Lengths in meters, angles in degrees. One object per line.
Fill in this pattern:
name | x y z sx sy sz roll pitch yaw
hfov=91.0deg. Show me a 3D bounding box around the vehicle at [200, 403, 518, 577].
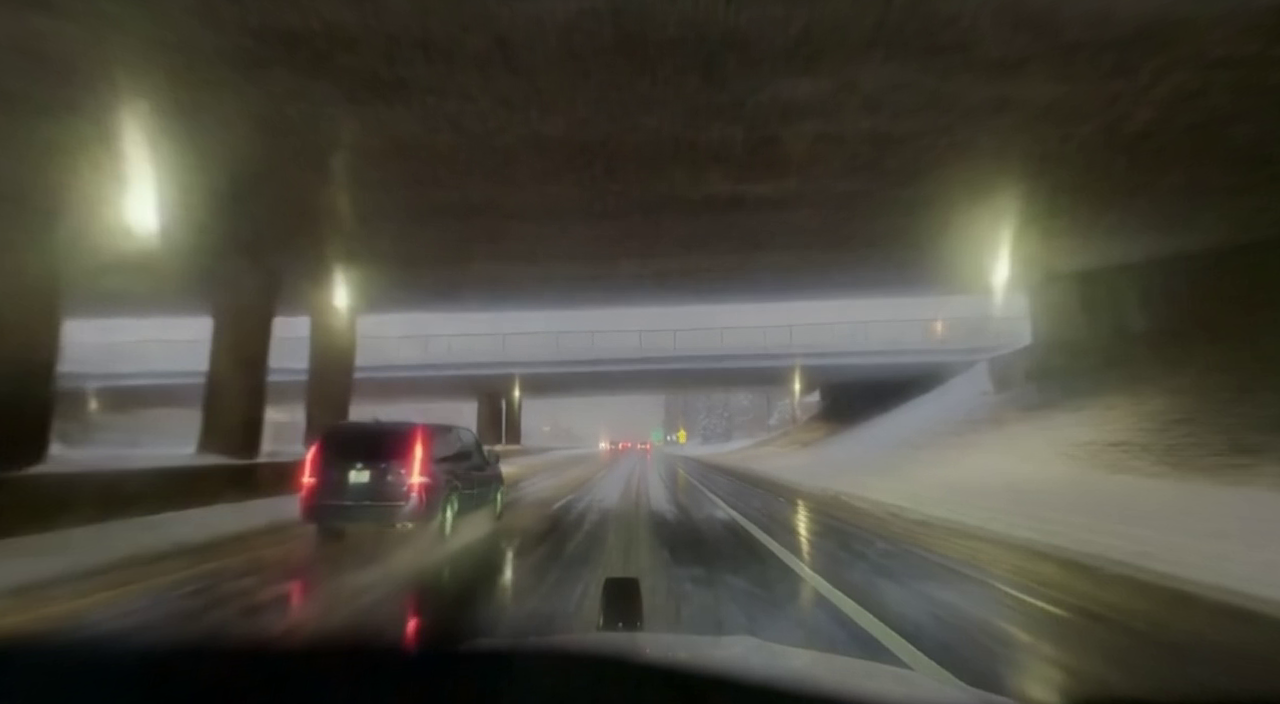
vehicle | -3.283 1.729 8.700 2.203 1.734 4.600 0 -9 1
